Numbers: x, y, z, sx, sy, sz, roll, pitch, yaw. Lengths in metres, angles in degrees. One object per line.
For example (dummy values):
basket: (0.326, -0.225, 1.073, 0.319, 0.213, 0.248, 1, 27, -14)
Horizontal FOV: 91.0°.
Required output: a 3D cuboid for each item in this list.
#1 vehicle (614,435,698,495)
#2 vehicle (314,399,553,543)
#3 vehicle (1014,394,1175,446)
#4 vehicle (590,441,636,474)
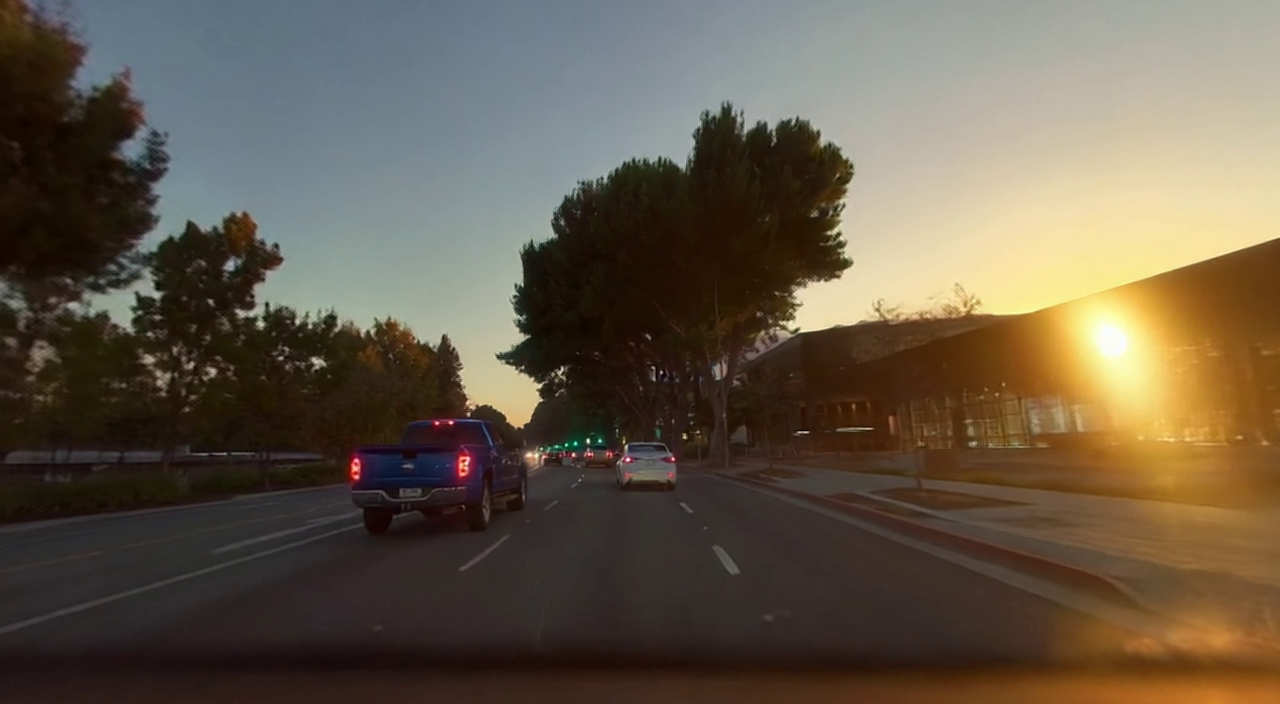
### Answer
vehicle: (0.343, 3.256, 18.473, 2.142, 1.528, 4.133, 0, -9, -3)
vehicle: (-3.274, 2.101, 11.714, 2.512, 1.992, 5.725, 0, -9, 0)
vehicle: (22.362, 3.472, 31.415, 6.027, 2.377, 2.245, -5, -10, 26)
vehicle: (-1.404, 5.188, 31.138, 2.047, 1.502, 3.873, 1, -9, -6)
